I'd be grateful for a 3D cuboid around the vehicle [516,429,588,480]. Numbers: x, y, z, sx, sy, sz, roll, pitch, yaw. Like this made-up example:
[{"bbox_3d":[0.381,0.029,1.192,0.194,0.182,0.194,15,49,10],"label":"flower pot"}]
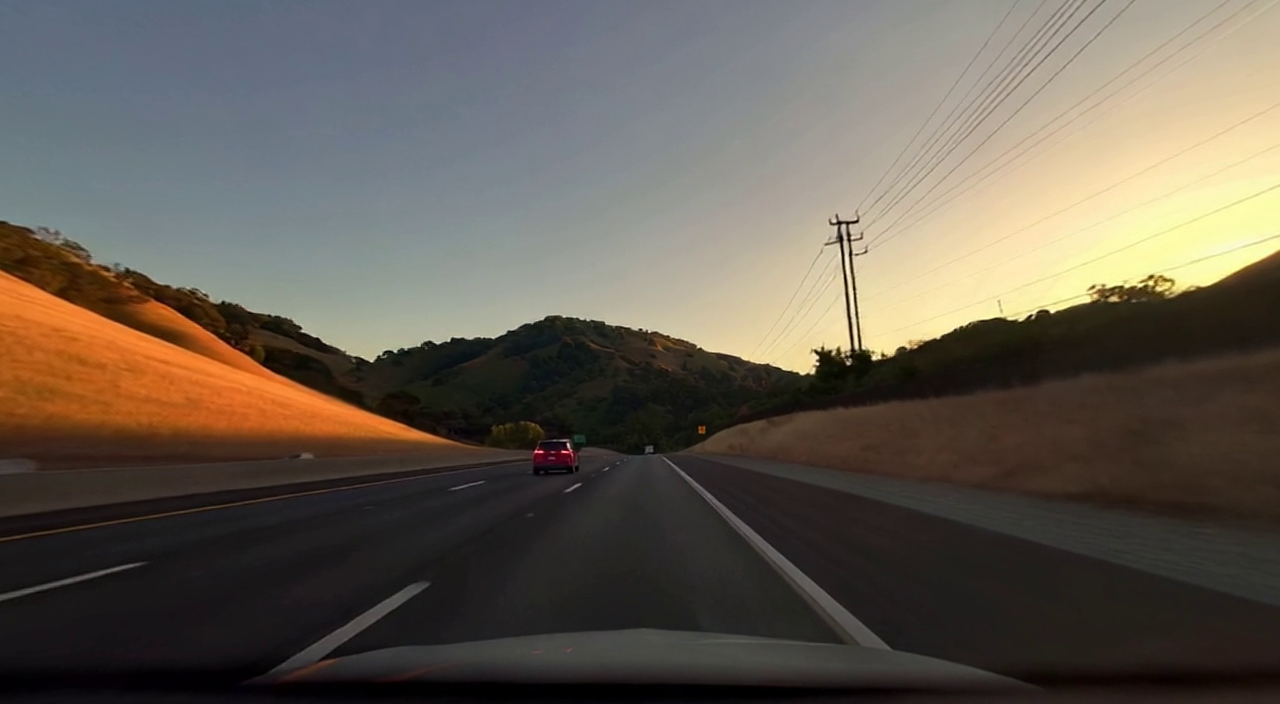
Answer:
[{"bbox_3d":[-3.448,4.099,25.548,2.136,1.845,4.515,0,-8,2],"label":"vehicle"}]
